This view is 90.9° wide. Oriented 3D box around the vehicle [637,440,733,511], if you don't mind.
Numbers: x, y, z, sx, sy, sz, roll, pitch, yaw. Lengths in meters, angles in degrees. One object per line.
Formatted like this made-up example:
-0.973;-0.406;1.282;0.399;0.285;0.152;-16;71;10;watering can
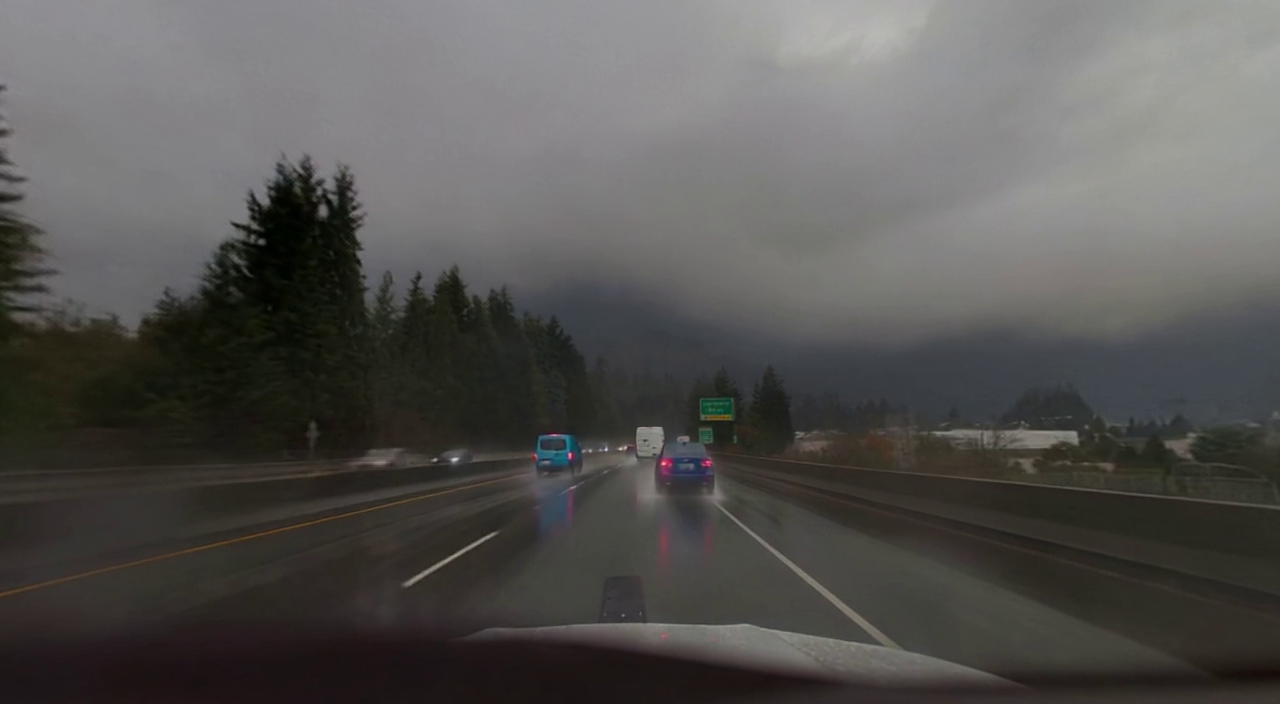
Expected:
0.947;2.896;15.222;2.012;1.485;3.649;0;-9;0;vehicle

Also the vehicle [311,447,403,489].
-12.165;4.994;27.452;1.841;1.628;4.458;0;-9;2;vehicle

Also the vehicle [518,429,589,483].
-3.541;4.414;26.887;2.217;2.033;4.975;0;-9;2;vehicle

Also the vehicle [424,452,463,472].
-15.312;8.555;49.272;1.756;1.428;3.699;-1;-9;2;vehicle

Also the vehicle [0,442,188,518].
-17.046;3.029;14.854;3.321;1.795;12.707;0;-9;1;vehicle
